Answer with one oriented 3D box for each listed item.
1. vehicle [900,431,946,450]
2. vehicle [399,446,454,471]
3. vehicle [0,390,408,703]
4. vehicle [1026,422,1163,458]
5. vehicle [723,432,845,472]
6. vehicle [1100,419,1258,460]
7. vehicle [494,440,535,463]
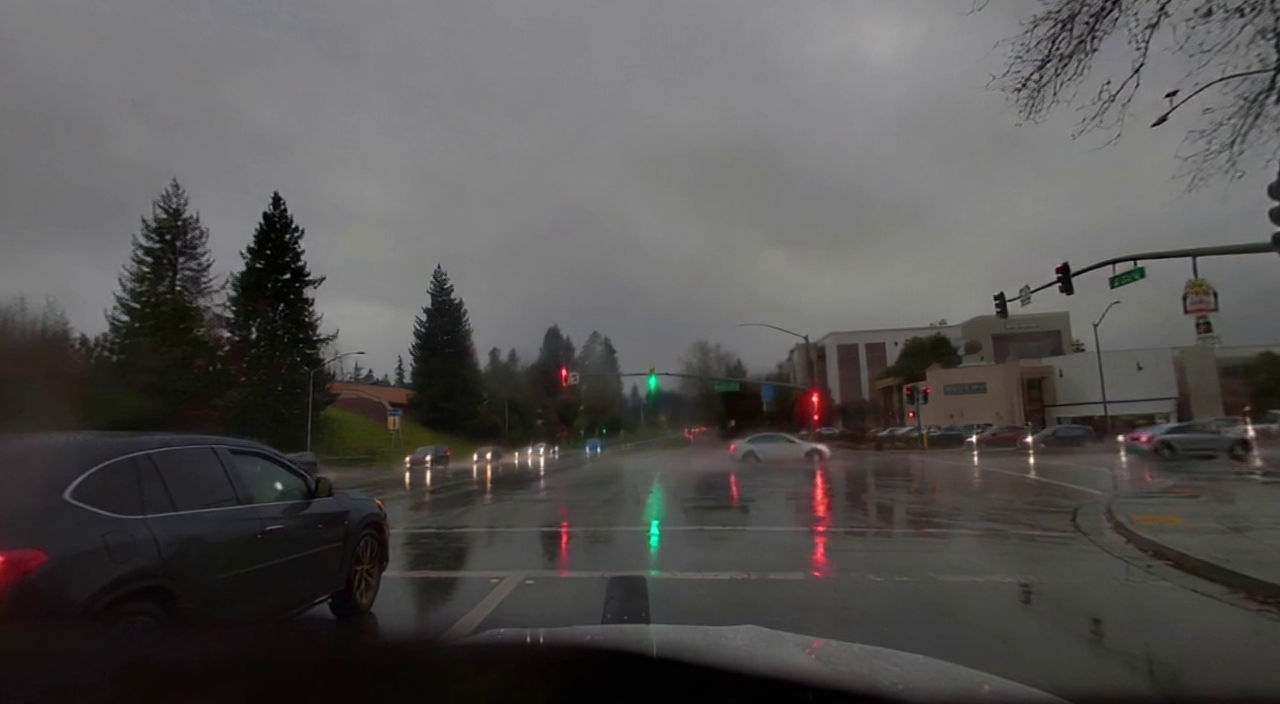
[{"bbox_3d":[22.448,6.993,49.860,1.930,1.410,4.313,-8,-12,43],"label":"vehicle"},{"bbox_3d":[-14.003,6.986,41.537,1.935,1.554,3.995,-1,-8,5],"label":"vehicle"},{"bbox_3d":[-2.944,1.000,2.830,1.924,1.482,4.734,0,-8,1],"label":"vehicle"},{"bbox_3d":[19.902,3.861,27.729,4.552,1.492,2.002,0,-9,-4],"label":"vehicle"},{"bbox_3d":[5.706,3.956,25.060,4.364,1.450,1.841,-4,-9,26],"label":"vehicle"},{"bbox_3d":[20.658,3.382,24.319,4.180,1.478,1.986,0,-8,1],"label":"vehicle"},{"bbox_3d":[-9.684,7.712,48.982,1.905,1.724,4.449,-1,-8,5],"label":"vehicle"}]
